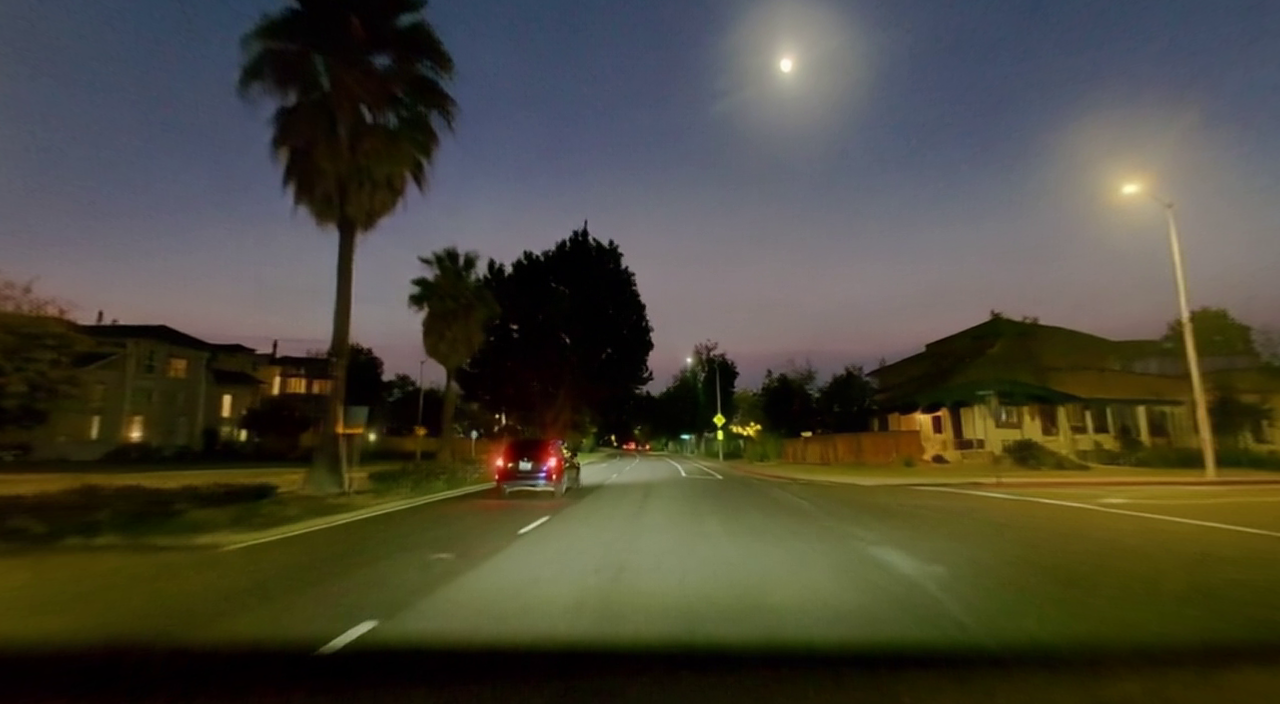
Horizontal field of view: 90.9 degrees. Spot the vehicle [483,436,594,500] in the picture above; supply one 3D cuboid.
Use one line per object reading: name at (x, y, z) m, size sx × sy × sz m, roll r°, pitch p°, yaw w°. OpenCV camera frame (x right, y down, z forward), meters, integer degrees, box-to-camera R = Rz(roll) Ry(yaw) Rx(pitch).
vehicle at (-2.573, 3.100, 17.296) m, size 2.075 × 1.498 × 4.730 m, roll 0°, pitch -9°, yaw 2°
